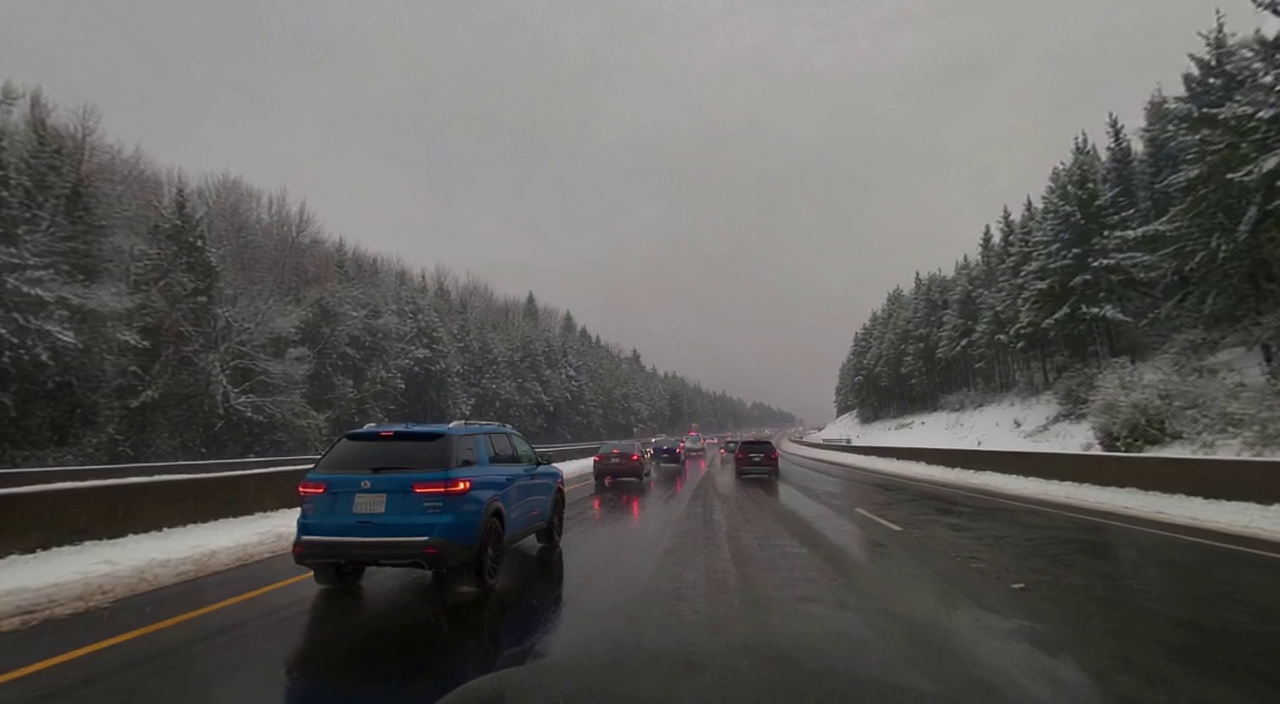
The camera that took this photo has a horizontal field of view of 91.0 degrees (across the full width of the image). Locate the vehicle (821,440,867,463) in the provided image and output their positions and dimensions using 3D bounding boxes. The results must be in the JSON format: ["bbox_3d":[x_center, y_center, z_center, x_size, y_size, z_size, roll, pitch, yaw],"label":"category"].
[{"bbox_3d":[13.660,6.684,42.431,1.990,1.478,4.475,-1,-8,5],"label":"vehicle"}]

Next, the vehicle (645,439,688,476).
[{"bbox_3d":[1.178,4.531,27.342,1.755,1.457,3.686,-1,-8,3],"label":"vehicle"}]

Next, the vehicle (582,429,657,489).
[{"bbox_3d":[-0.538,3.292,19.639,2.017,1.662,3.543,-1,-8,3],"label":"vehicle"}]

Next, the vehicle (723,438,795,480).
[{"bbox_3d":[4.420,4.051,24.087,1.962,1.442,4.536,0,-8,1],"label":"vehicle"}]

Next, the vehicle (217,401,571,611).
[{"bbox_3d":[-2.223,1.520,7.140,2.021,1.635,4.085,-1,-8,6],"label":"vehicle"}]
